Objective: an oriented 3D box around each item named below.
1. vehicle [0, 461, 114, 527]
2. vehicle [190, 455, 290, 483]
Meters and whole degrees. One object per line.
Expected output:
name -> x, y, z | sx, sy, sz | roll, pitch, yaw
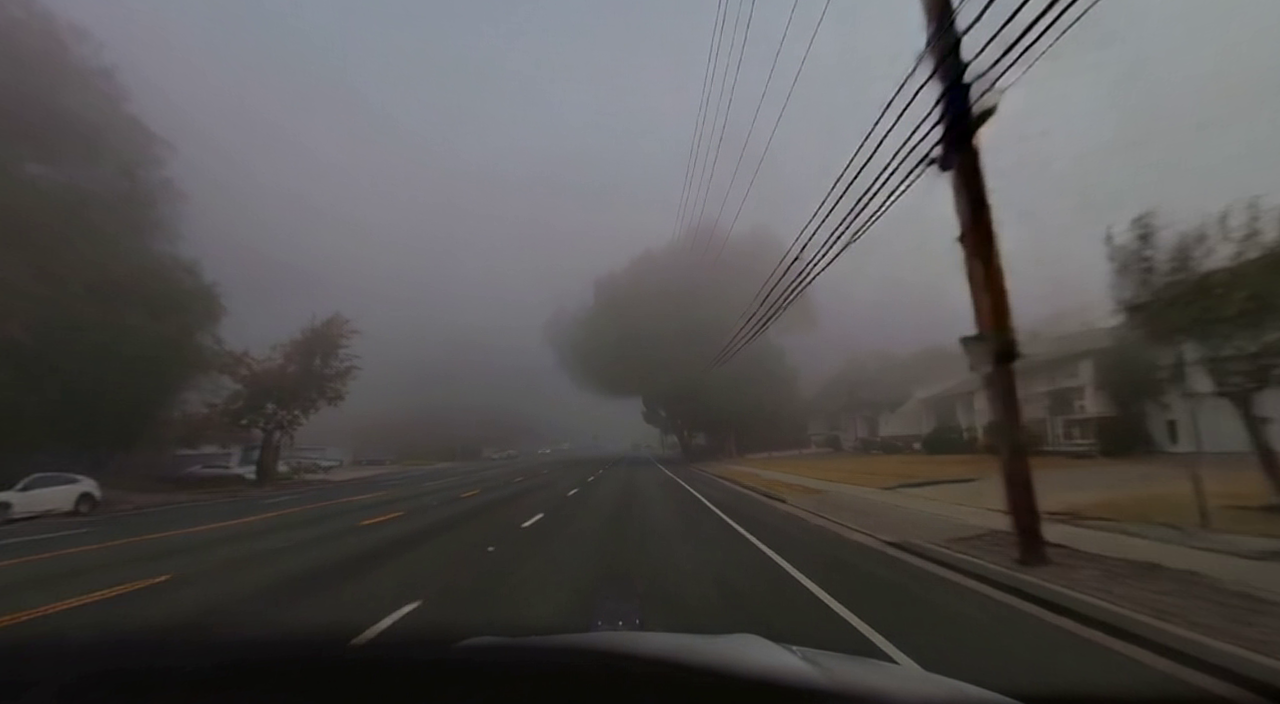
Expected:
vehicle -> -15.945, 3.604, 15.699 | 2.018, 1.449, 4.384 | -7, -9, 0
vehicle -> -22.515, 6.575, 35.642 | 4.243, 1.455, 2.005 | 0, -9, 1
